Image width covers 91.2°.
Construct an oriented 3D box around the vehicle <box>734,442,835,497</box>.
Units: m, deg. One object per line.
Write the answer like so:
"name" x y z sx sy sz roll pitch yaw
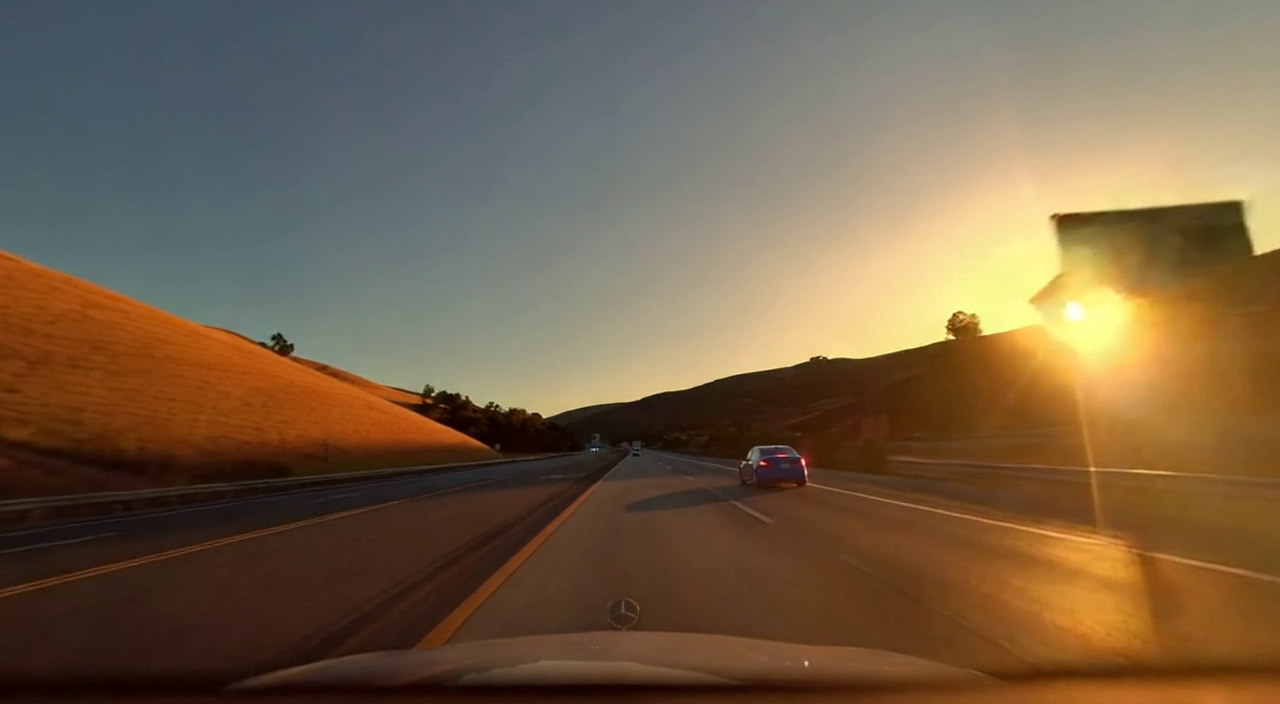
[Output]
"vehicle" 4.198 3.488 18.933 1.981 1.440 4.125 0 -9 -1
